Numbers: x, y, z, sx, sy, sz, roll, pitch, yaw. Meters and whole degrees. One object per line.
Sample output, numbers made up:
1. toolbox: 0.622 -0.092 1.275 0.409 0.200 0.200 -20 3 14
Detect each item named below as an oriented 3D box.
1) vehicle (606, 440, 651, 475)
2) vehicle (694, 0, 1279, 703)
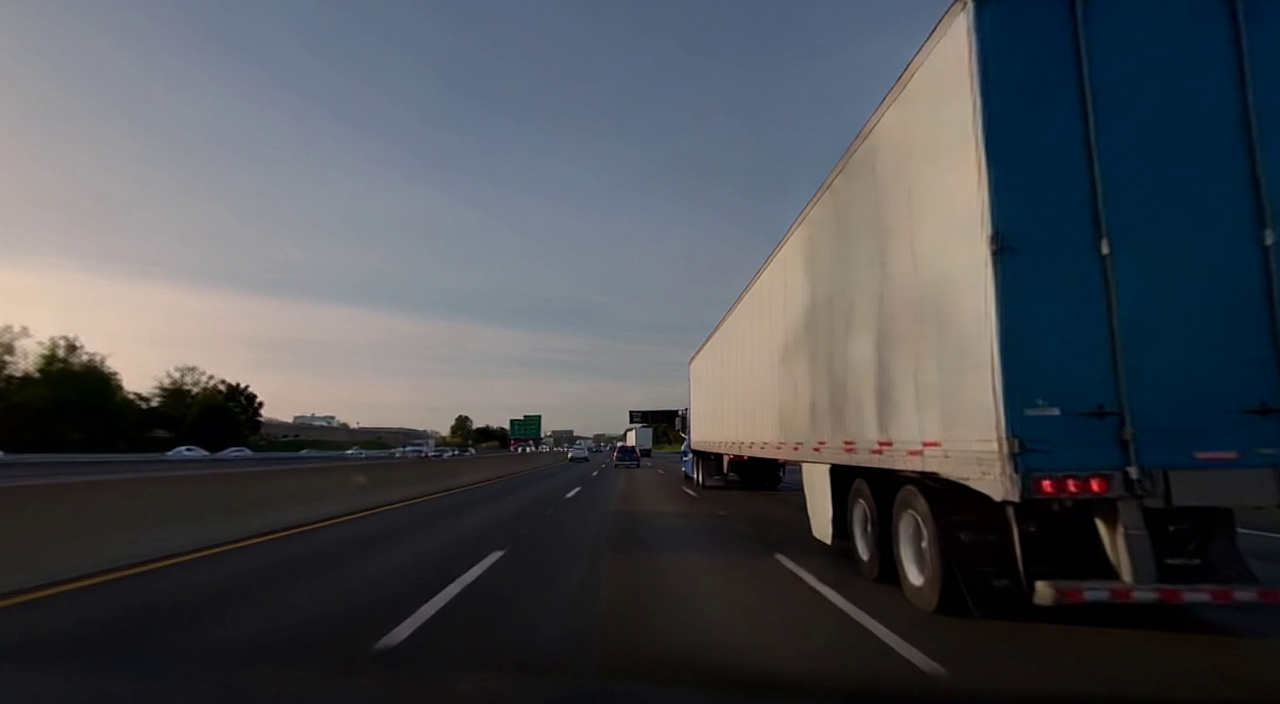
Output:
1. vehicle: -0.609 5.544 33.275 2.191 1.685 4.015 0 -9 -1
2. vehicle: 3.304 0.838 10.726 2.996 4.123 15.965 0 -9 -1
